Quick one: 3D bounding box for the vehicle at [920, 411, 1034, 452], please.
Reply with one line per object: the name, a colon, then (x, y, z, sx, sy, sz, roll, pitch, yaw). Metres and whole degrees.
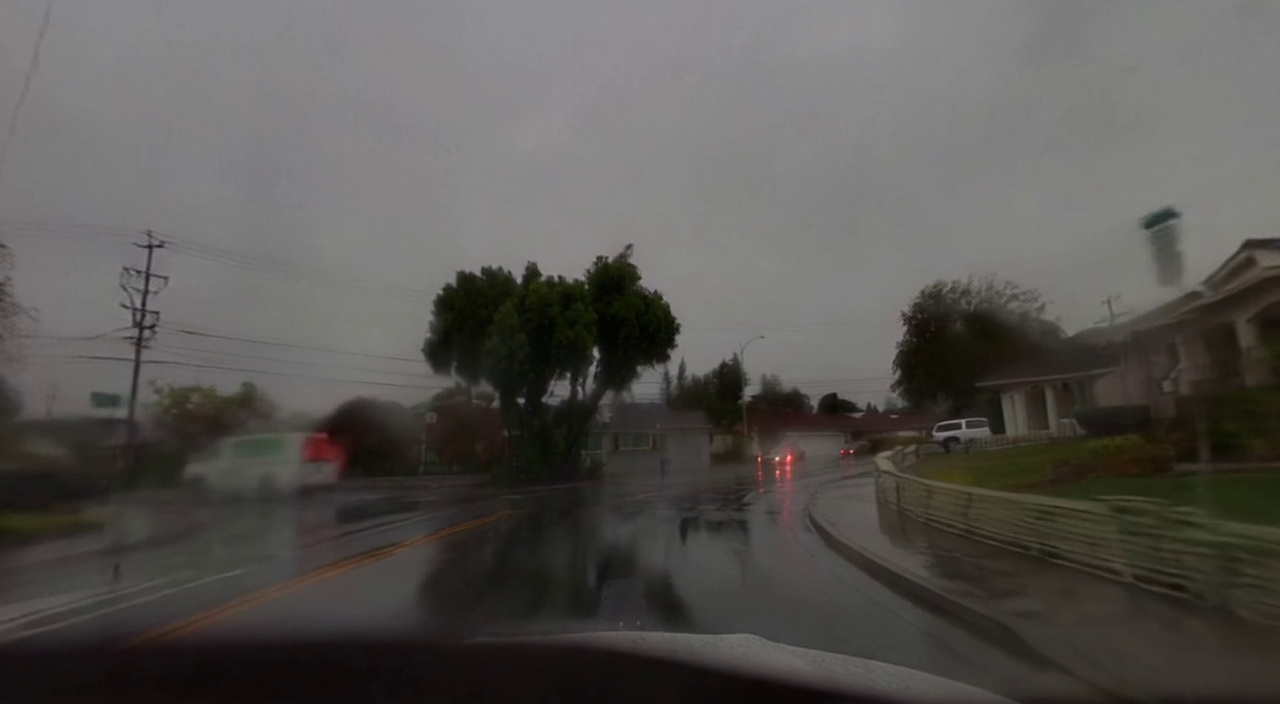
vehicle: (18.493, 4.469, 34.864, 2.056, 2.014, 5.011, 7, -12, -42)

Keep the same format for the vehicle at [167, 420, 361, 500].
vehicle: (-16.159, 4.581, 27.172, 7.559, 3.058, 2.929, -3, -9, 21)
